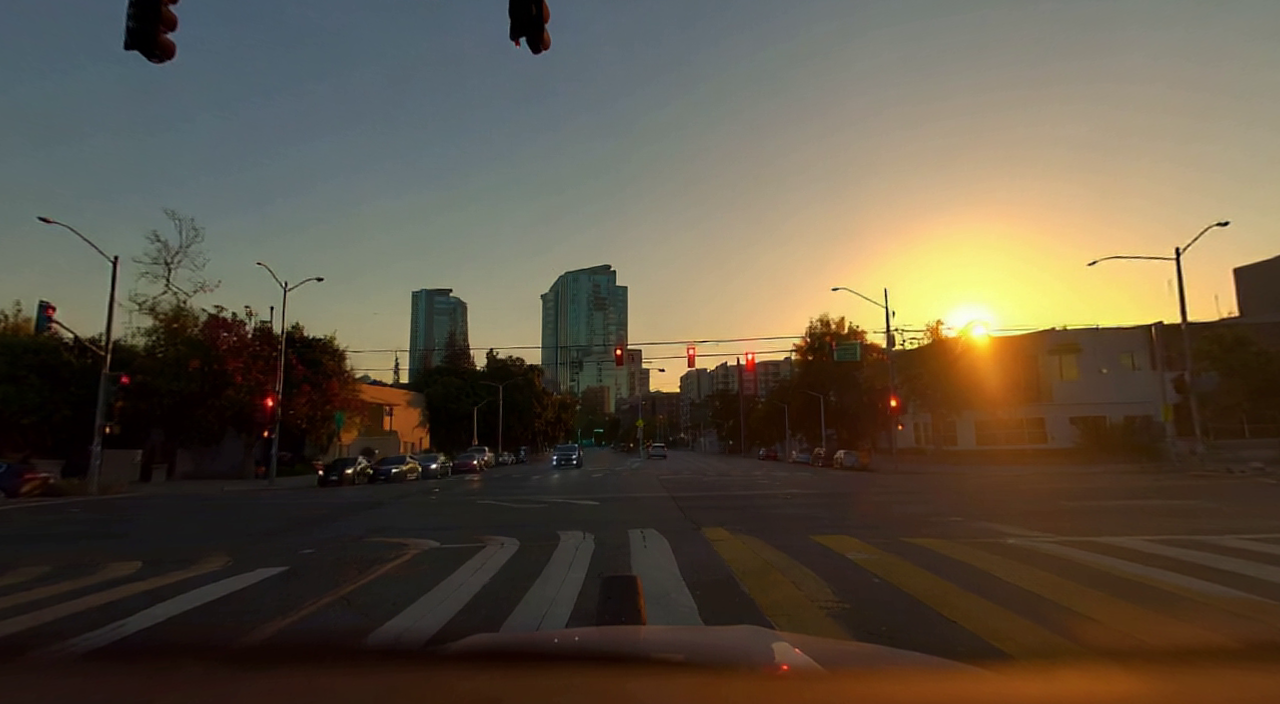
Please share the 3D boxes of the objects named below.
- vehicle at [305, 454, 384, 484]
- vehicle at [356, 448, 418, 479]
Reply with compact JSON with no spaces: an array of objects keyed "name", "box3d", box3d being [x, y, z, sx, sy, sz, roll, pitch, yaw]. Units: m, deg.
[{"name":"vehicle","box3d":[-16.092,6.377,34.496,2.055,1.506,4.663,0,-9,0]},{"name":"vehicle","box3d":[-16.178,7.103,40.451,1.960,1.819,5.018,0,-9,-1]}]
